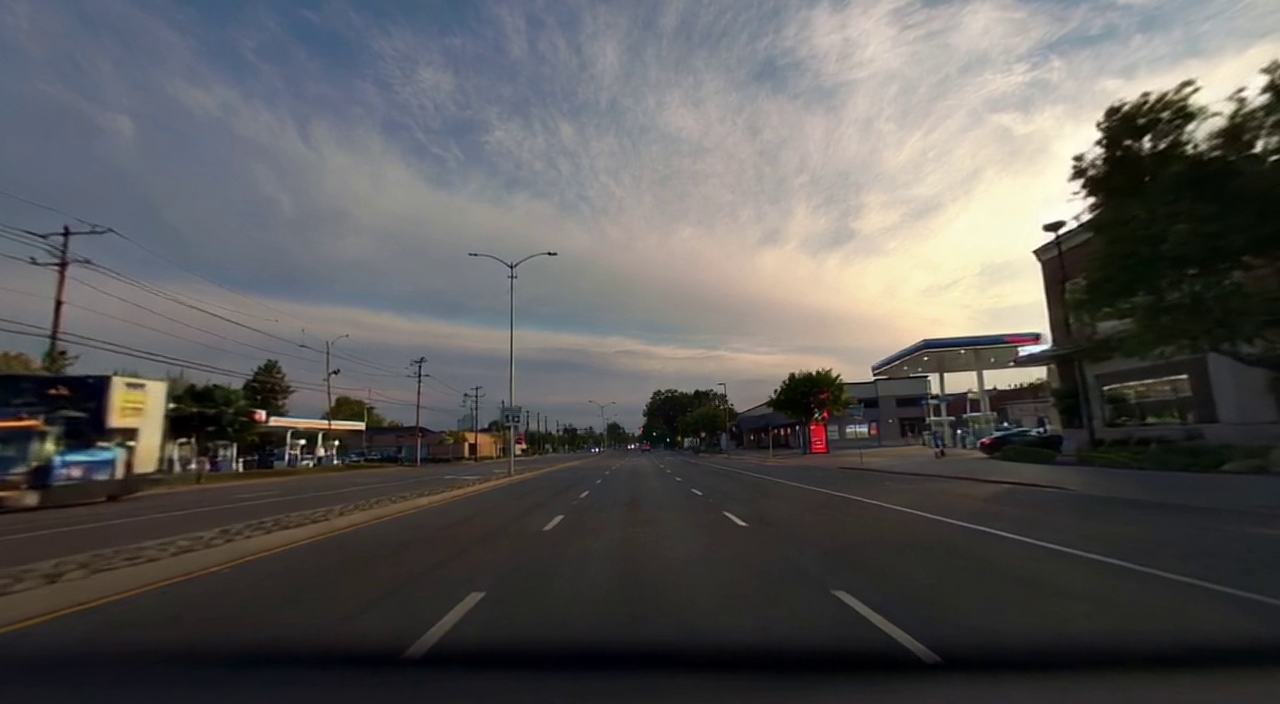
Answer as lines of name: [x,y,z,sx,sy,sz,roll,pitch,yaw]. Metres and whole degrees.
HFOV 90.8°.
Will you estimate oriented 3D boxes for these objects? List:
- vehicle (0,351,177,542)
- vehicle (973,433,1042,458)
vehicle: [-12.394,1.954,13.327,2.509,3.502,3.191,-1,-8,3]
vehicle: [23.114,5.938,39.936,1.747,1.371,4.368,-3,-10,0]
